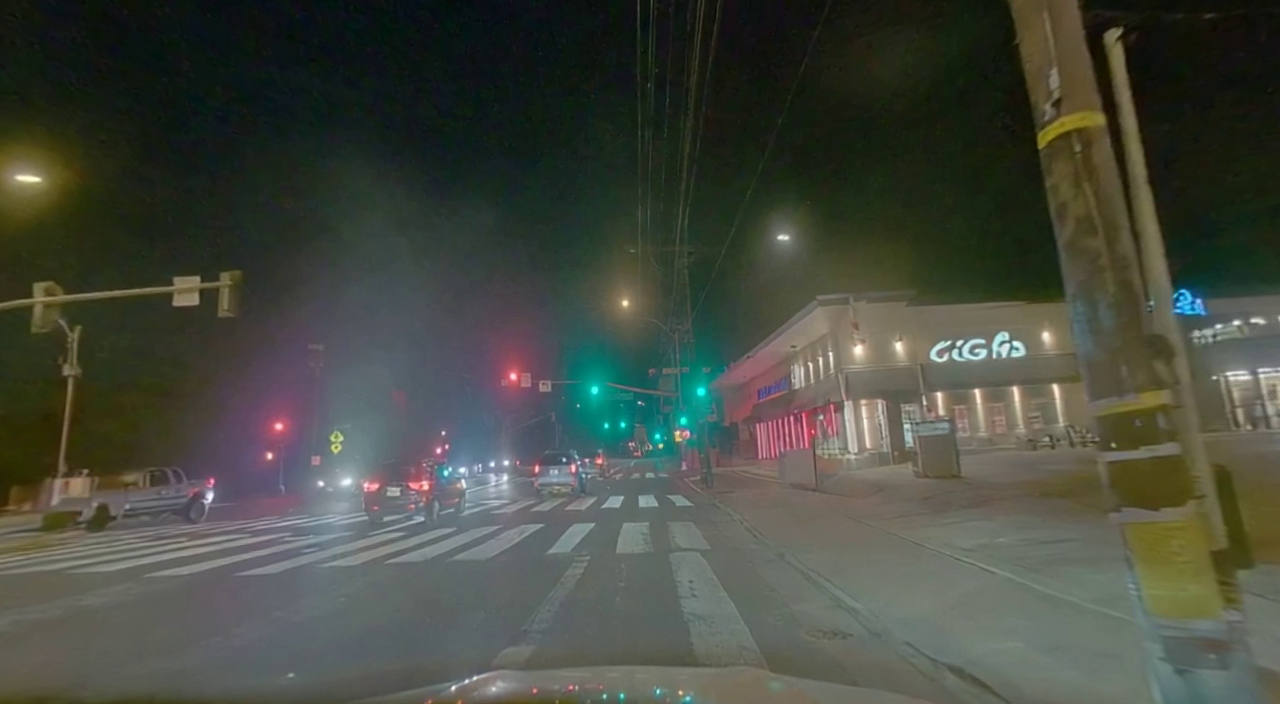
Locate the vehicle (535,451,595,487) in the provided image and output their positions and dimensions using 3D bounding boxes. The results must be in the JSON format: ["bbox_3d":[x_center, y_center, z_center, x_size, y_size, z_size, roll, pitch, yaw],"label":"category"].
[{"bbox_3d":[-3.338,5.308,28.880,2.147,1.472,4.406,0,-9,1],"label":"vehicle"}]

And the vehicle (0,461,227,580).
[{"bbox_3d":[-9.625,2.711,10.890,2.073,1.519,4.248,0,-9,0],"label":"vehicle"}]

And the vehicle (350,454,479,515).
[{"bbox_3d":[-6.373,3.771,18.430,1.960,1.479,4.654,0,-9,1],"label":"vehicle"}]
